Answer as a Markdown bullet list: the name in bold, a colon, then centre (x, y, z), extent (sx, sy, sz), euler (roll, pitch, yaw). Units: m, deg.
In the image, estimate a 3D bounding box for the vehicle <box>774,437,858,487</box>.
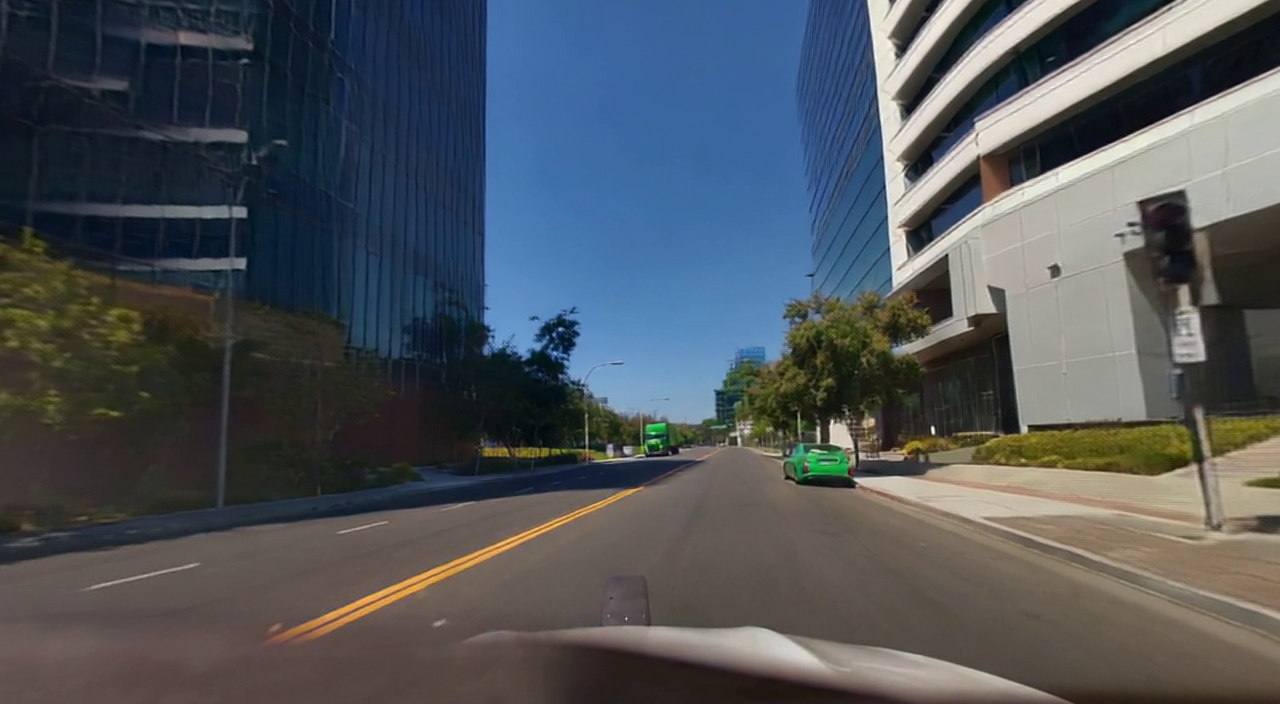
- **vehicle**: centre (5.969, 3.766, 21.916), extent (2.098, 1.509, 4.389), euler (-1, -8, 6)
